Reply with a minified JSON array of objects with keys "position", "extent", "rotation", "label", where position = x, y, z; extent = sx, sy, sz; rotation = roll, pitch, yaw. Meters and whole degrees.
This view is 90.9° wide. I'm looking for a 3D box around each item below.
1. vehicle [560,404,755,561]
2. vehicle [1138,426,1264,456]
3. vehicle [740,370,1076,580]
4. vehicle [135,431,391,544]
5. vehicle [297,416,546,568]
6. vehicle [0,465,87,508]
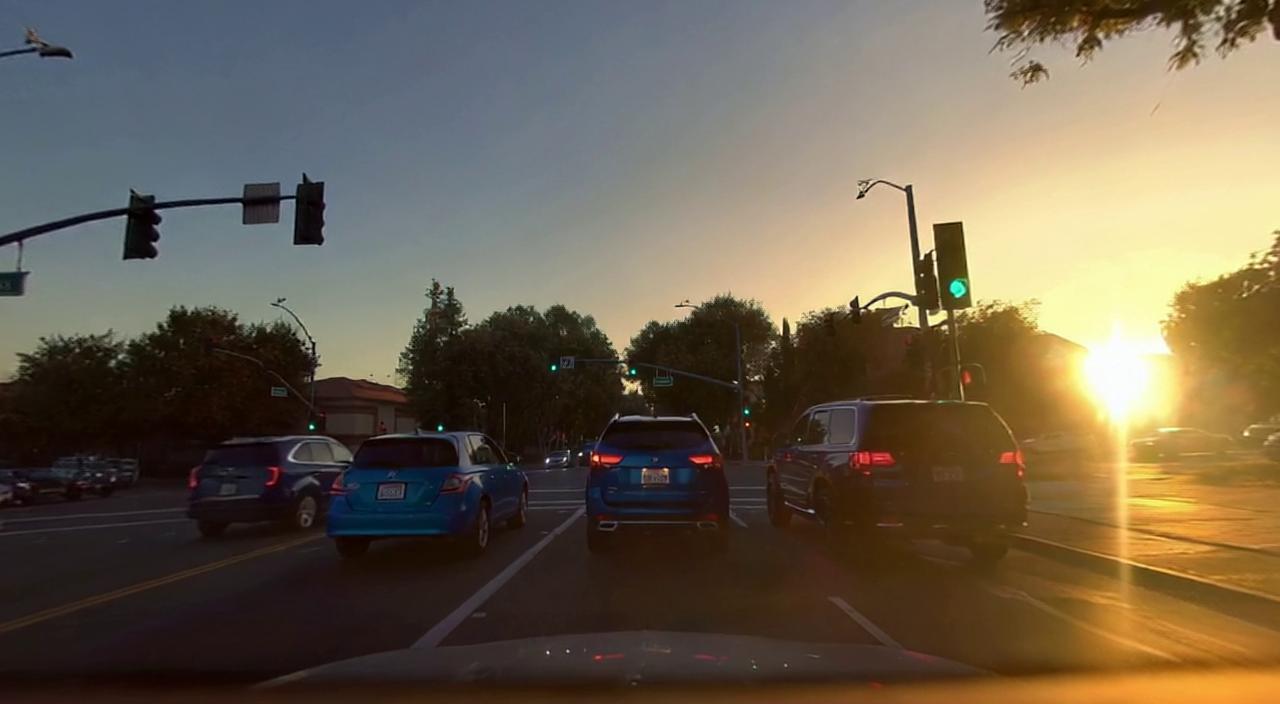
[{"position":[0.170,1.804,9.393],"extent":[2.235,1.778,4.178],"rotation":[0,-8,-1],"label":"vehicle"},{"position":[28.166,4.500,31.736],"extent":[4.512,1.444,1.859],"rotation":[0,-8,0],"label":"vehicle"},{"position":[3.098,1.628,9.142],"extent":[2.338,2.063,5.672],"rotation":[0,-8,0],"label":"vehicle"},{"position":[-6.629,2.397,11.908],"extent":[2.193,1.687,4.507],"rotation":[0,-8,-3],"label":"vehicle"},{"position":[-2.769,1.892,9.326],"extent":[2.058,1.659,4.514],"rotation":[0,-8,0],"label":"vehicle"},{"position":[-23.983,5.063,23.719],"extent":[4.383,1.456,1.999],"rotation":[-1,-8,-1],"label":"vehicle"}]
